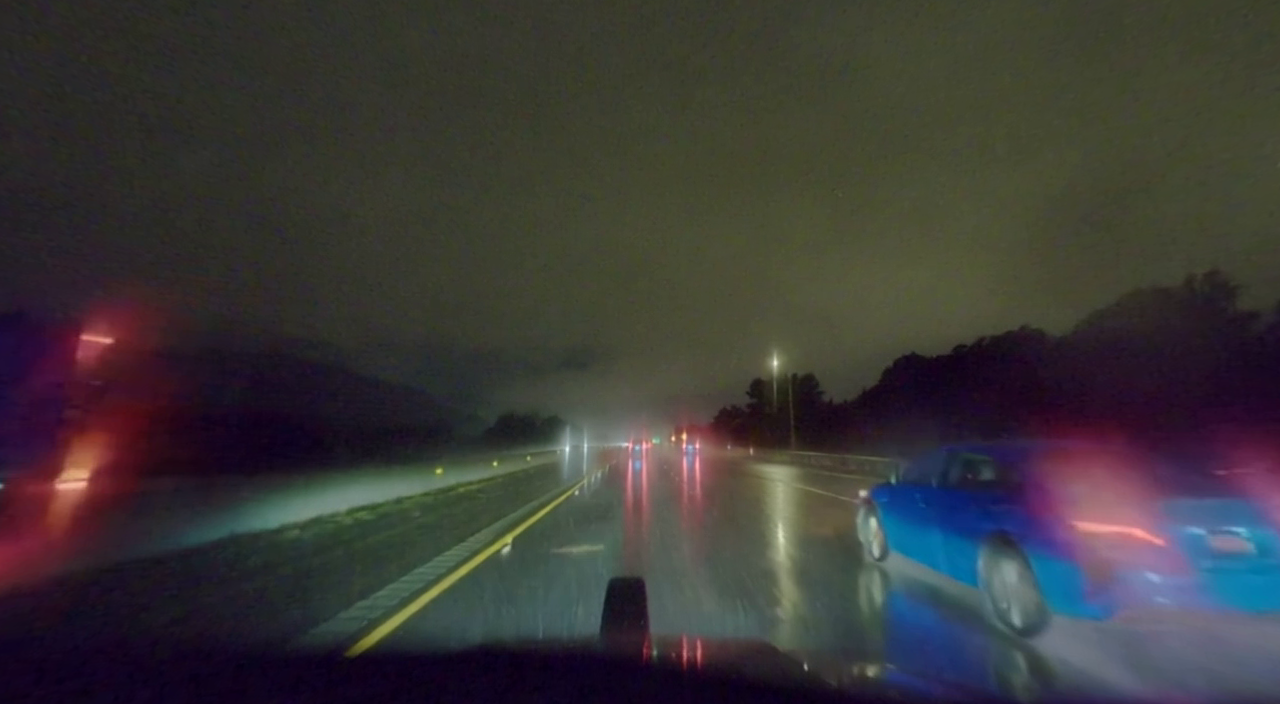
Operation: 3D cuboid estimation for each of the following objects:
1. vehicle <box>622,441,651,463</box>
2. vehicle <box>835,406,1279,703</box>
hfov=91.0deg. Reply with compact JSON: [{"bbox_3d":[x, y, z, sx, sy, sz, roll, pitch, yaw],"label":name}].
[{"bbox_3d":[-0.214,7.262,45.826,2.009,1.554,4.013,0,-8,0],"label":"vehicle"},{"bbox_3d":[3.143,1.280,4.697,1.957,1.496,4.327,0,-8,0],"label":"vehicle"}]
